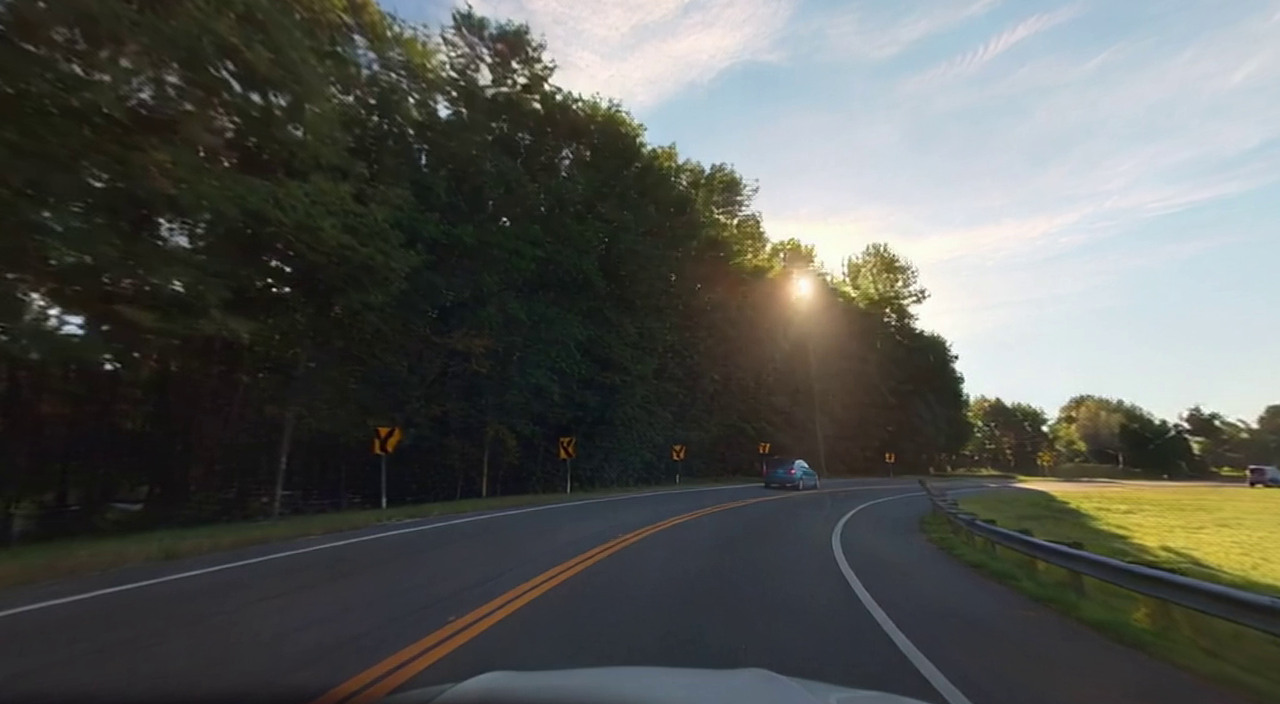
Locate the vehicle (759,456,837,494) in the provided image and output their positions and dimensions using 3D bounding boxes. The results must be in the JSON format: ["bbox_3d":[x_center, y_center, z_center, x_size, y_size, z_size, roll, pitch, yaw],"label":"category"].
[{"bbox_3d":[7.743,5.942,30.637,1.997,1.692,4.422,-7,-13,37],"label":"vehicle"}]
